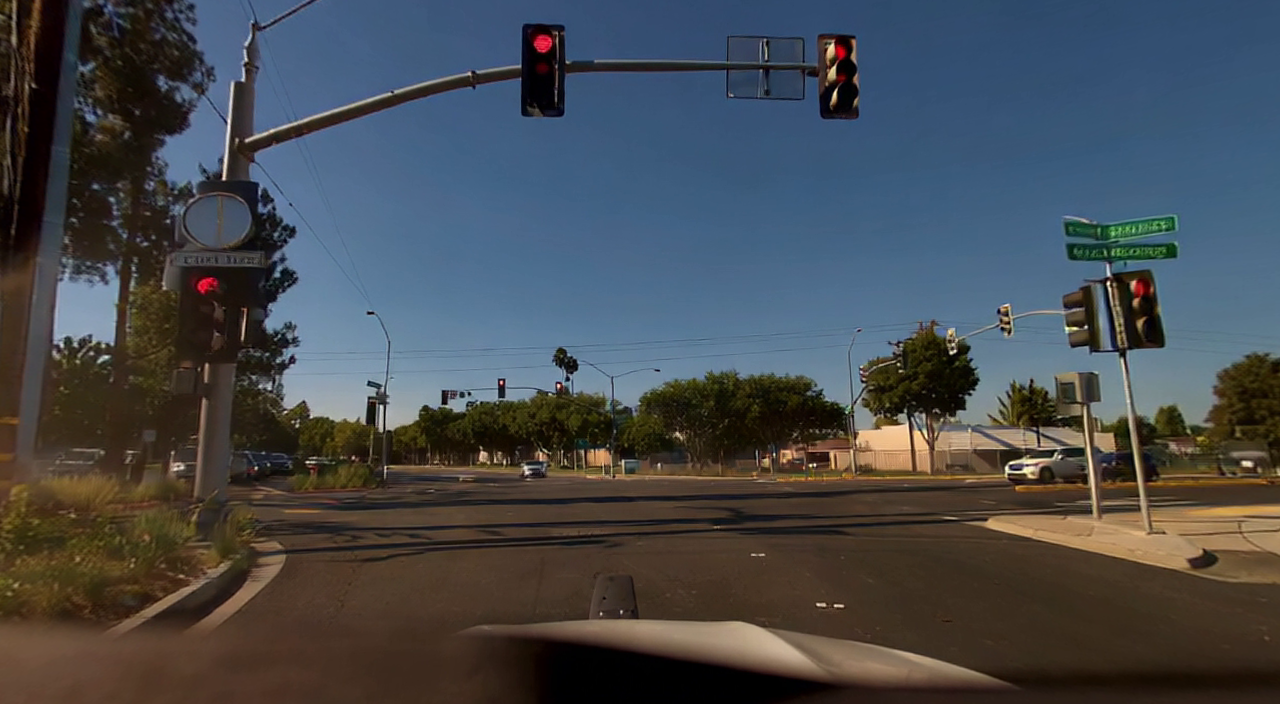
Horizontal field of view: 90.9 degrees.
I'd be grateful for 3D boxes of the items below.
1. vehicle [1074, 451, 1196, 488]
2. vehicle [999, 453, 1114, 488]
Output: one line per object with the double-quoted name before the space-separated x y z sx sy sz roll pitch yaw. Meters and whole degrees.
"vehicle" 22.742 5.451 29.057 3.998 1.590 1.936 1 -12 -6
"vehicle" 21.392 6.115 32.469 4.455 1.647 2.124 1 -12 -7
